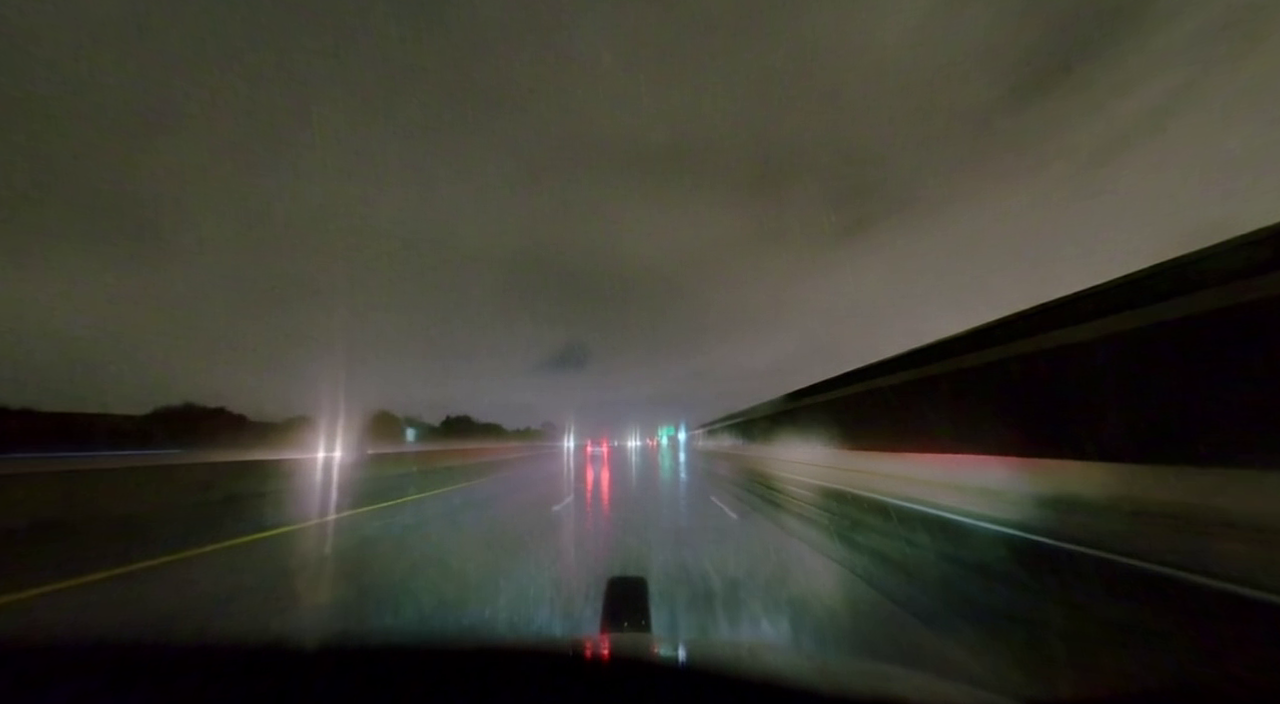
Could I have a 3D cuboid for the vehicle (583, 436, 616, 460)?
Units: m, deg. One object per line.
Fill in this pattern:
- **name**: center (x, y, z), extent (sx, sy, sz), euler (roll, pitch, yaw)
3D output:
- **vehicle**: center (-3.029, 7.268, 47.906), extent (2.189, 1.707, 4.692), euler (0, -8, 1)
